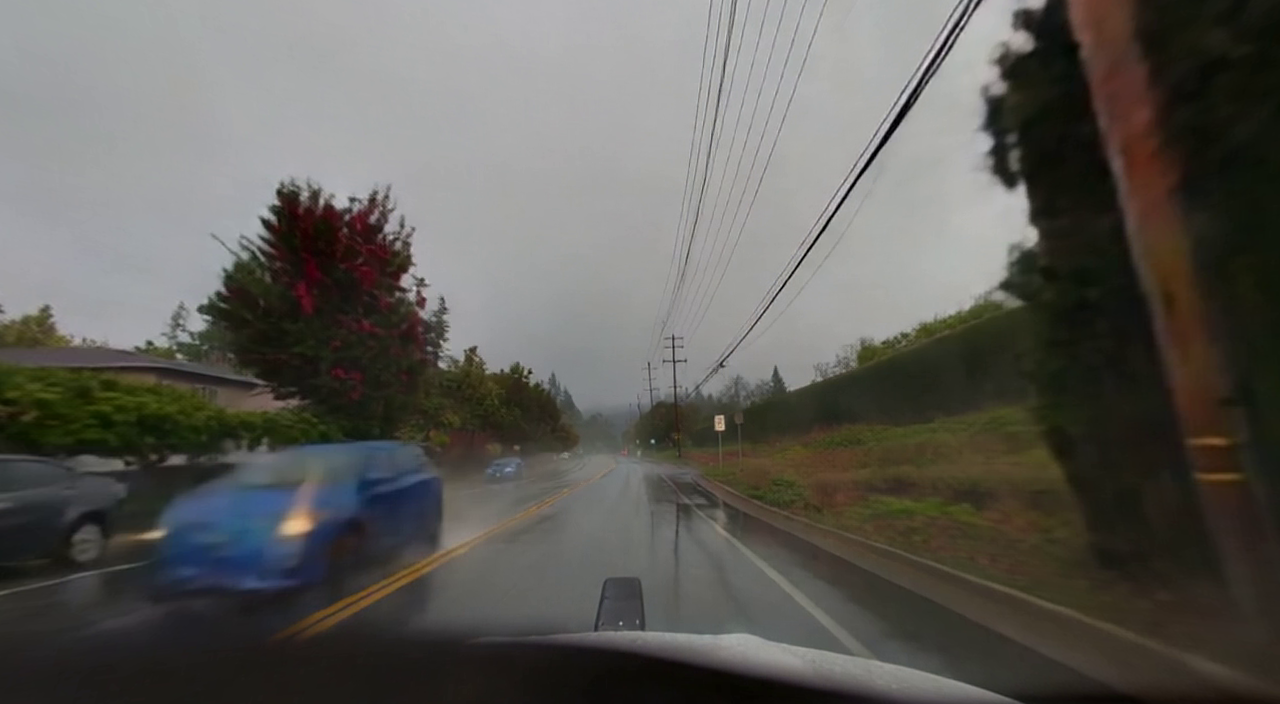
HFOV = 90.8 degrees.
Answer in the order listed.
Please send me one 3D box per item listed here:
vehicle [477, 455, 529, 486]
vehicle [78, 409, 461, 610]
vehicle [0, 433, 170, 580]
[{"bbox_3d":[-8.241,7.152,38.499,2.114,1.693,4.468,0,-9,1],"label":"vehicle"},{"bbox_3d":[-3.874,1.711,7.807,2.109,1.738,4.405,0,-9,-1],"label":"vehicle"},{"bbox_3d":[-7.683,1.692,6.670,1.940,1.514,4.544,-4,-11,0],"label":"vehicle"}]
